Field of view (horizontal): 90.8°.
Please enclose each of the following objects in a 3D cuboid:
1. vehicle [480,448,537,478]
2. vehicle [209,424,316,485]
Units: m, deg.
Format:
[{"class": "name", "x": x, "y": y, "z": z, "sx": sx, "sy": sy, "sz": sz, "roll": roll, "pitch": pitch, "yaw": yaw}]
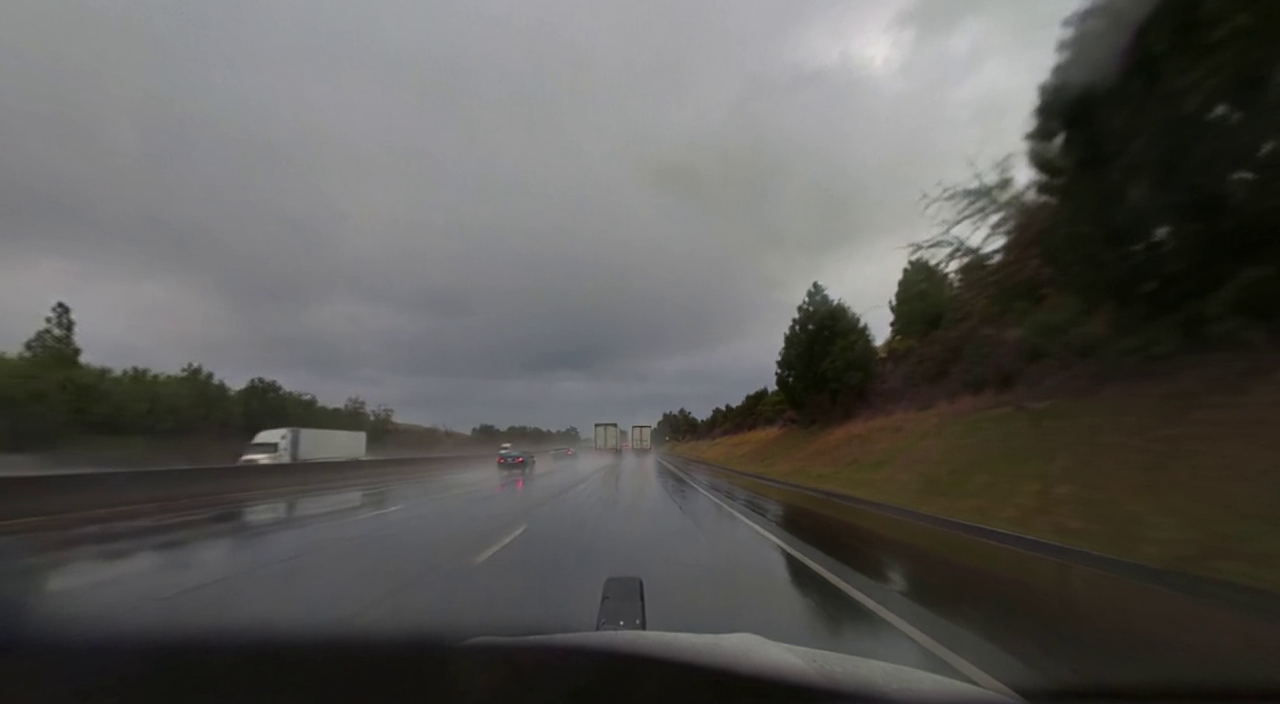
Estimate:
[{"class": "vehicle", "x": -7.115, "y": 6.050, "z": 34.632, "sx": 2.036, "sy": 1.474, "sz": 5.011, "roll": 0, "pitch": -9, "yaw": 1}, {"class": "vehicle", "x": -23.325, "y": 6.368, "z": 39.412, "sx": 2.912, "sy": 3.456, "sz": 5.939, "roll": 0, "pitch": -9, "yaw": 0}]
